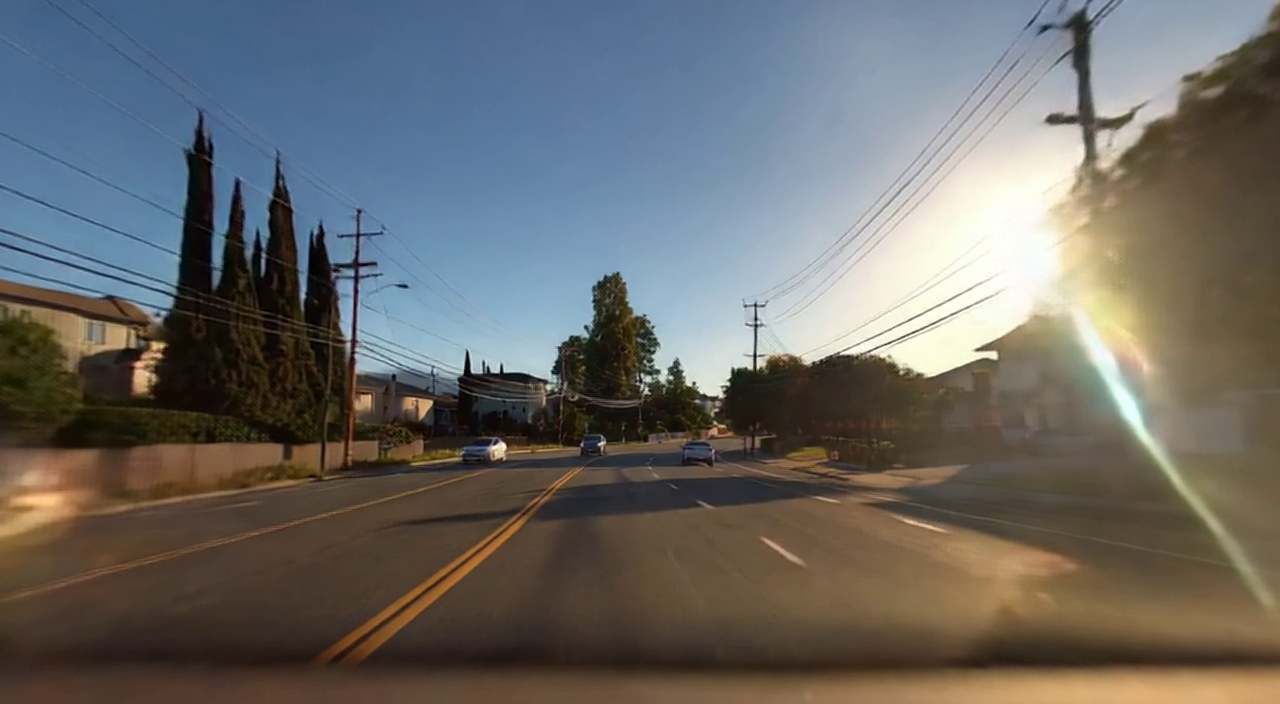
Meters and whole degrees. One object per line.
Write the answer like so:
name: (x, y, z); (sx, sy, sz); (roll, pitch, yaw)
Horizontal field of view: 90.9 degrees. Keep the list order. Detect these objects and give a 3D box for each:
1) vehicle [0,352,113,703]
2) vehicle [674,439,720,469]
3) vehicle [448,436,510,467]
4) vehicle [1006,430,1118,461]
vehicle: (-4.140, 0.637, 1.187); (2.205, 1.769, 4.589); (-1, -9, 2)
vehicle: (2.928, 5.336, 33.103); (1.982, 1.451, 4.152); (0, -9, -1)
vehicle: (-8.501, 5.316, 33.777); (2.019, 1.476, 4.786); (0, -9, 0)
vehicle: (21.733, 4.823, 32.537); (4.444, 1.479, 1.913); (0, -8, -3)
